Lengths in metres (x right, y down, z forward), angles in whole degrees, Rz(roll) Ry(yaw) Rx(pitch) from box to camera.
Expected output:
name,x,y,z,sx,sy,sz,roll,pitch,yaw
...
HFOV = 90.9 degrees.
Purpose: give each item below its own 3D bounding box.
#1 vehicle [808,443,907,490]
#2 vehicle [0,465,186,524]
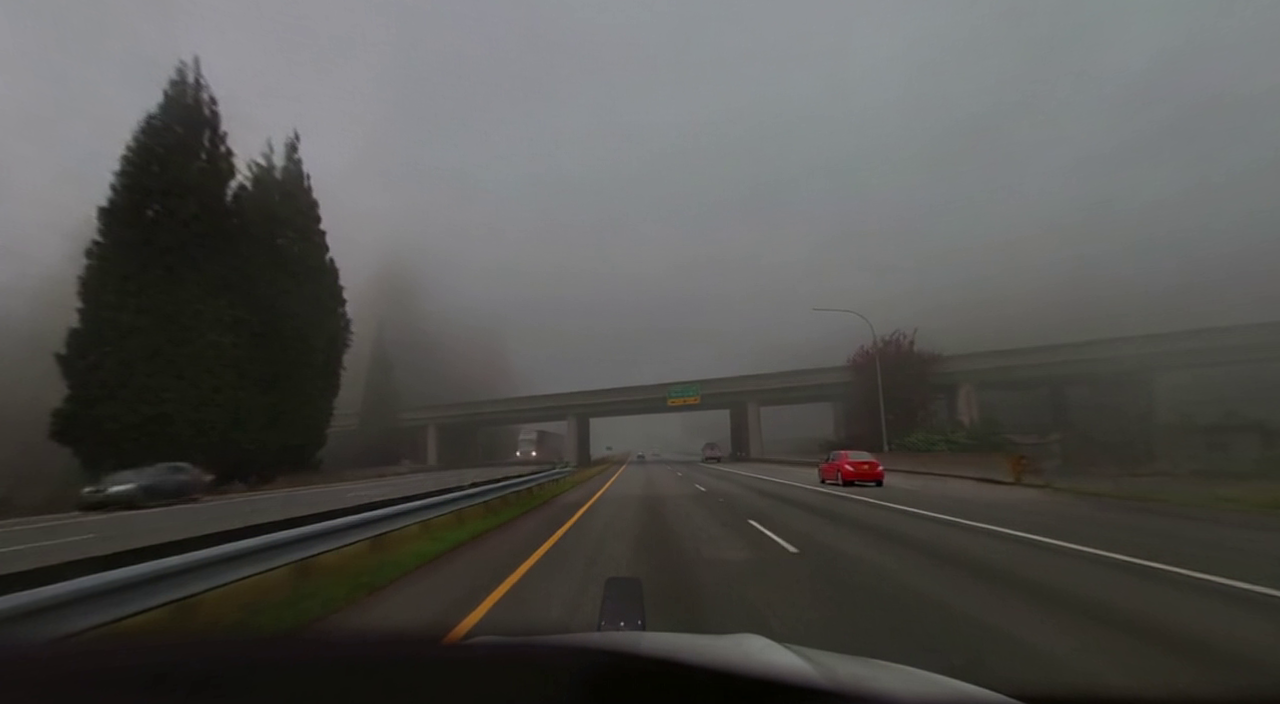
name,x,y,z,sx,sy,sz,roll,pitch,yaw
vehicle,7.579,4.033,22.468,1.987,1.473,4.244,0,-9,0
vehicle,-16.068,4.164,18.812,2.048,1.446,3.900,0,-9,0
